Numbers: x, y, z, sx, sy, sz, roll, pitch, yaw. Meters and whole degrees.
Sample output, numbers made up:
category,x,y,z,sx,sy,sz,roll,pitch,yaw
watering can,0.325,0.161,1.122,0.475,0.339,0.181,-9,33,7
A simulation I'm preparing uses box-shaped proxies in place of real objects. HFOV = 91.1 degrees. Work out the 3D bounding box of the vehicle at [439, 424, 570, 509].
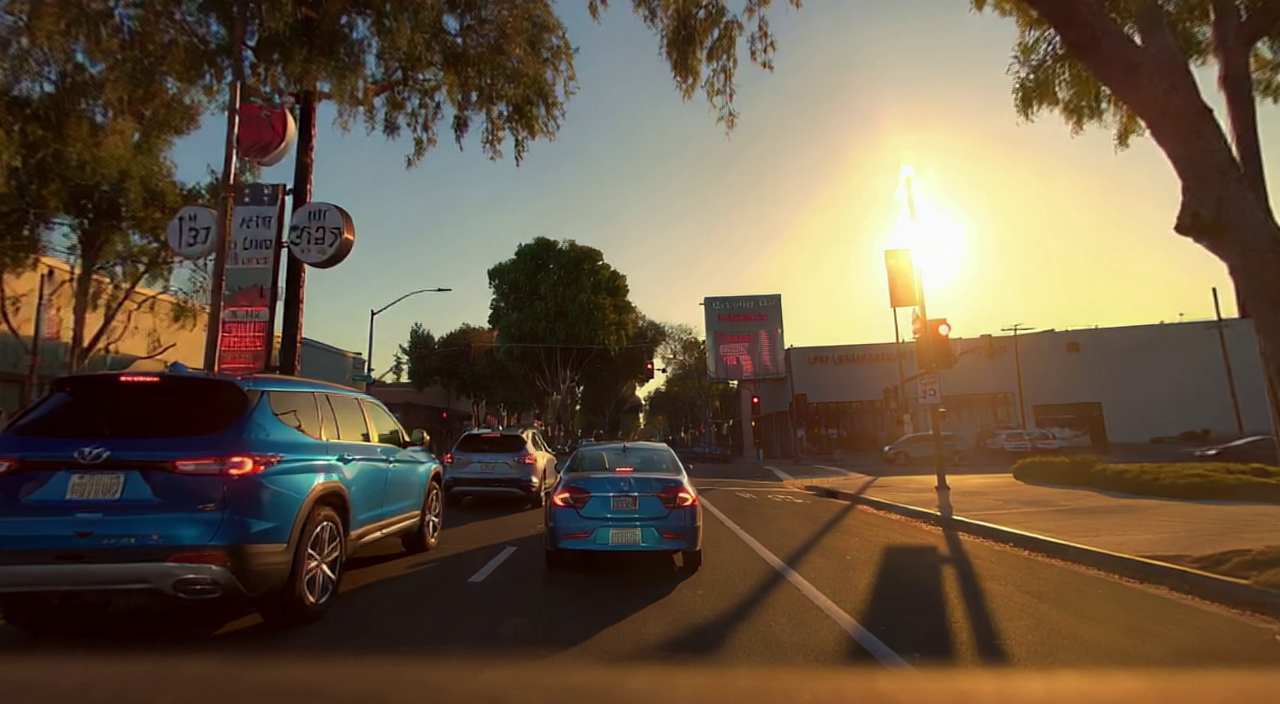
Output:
category,x,y,z,sx,sy,sz,roll,pitch,yaw
vehicle,-2.927,2.593,14.605,2.047,1.664,4.148,0,-8,1

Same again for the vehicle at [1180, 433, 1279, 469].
category,x,y,z,sx,sy,sz,roll,pitch,yaw
vehicle,26.805,4.278,27.104,1.845,1.476,4.809,3,-9,-23

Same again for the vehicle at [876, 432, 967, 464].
category,x,y,z,sx,sy,sz,roll,pitch,yaw
vehicle,15.752,5.400,35.360,4.116,1.719,2.069,-1,-9,5

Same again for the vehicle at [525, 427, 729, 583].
category,x,y,z,sx,sy,sz,roll,pitch,yaw
vehicle,-0.167,1.787,8.194,1.966,1.481,4.146,0,-8,-1

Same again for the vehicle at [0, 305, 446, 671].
category,x,y,z,sx,sy,sz,roll,pitch,yaw
vehicle,-3.821,1.134,6.220,2.152,2.118,5.066,0,-8,0
